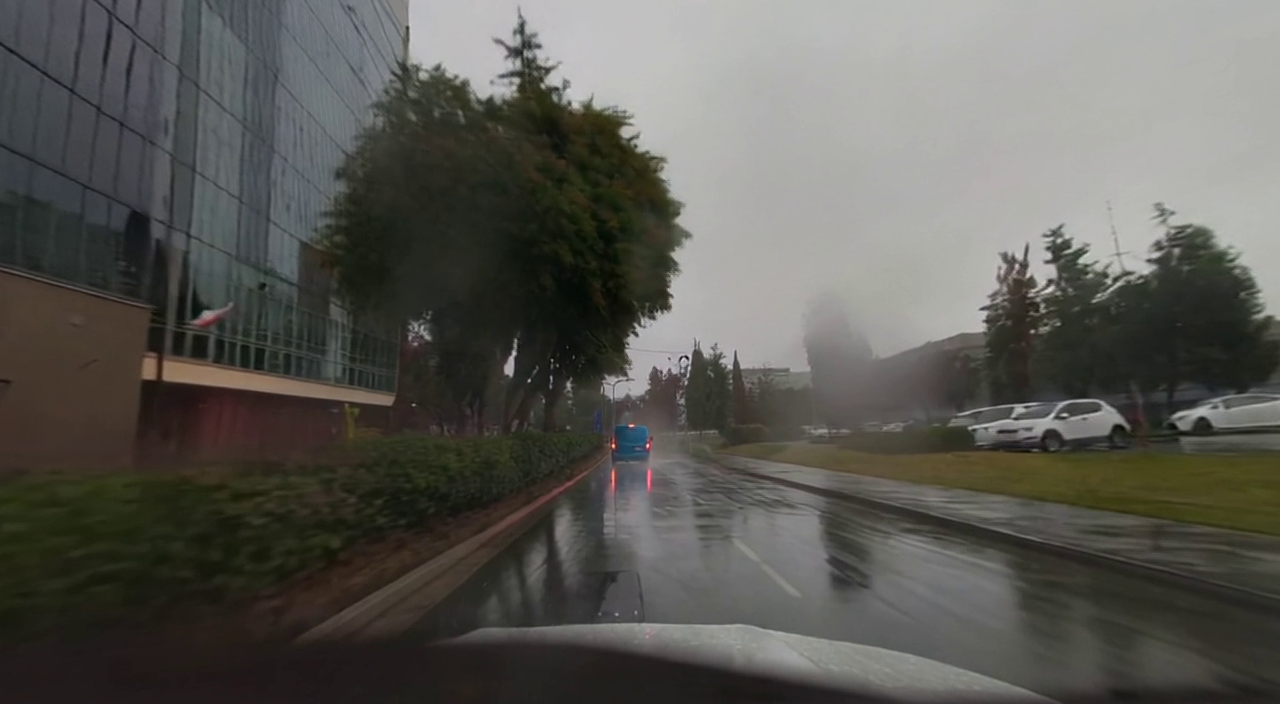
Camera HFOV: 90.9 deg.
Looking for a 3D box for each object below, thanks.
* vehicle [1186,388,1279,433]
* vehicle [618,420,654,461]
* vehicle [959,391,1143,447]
[{"bbox_3d":[23.083,2.165,23.621,3.556,1.469,1.774,-3,-8,-4],"label":"vehicle"},{"bbox_3d":[-0.314,6.482,46.241,2.435,2.816,5.232,0,-8,-1],"label":"vehicle"},{"bbox_3d":[12.233,2.052,18.942,4.184,1.578,1.976,1,-8,-4],"label":"vehicle"}]
